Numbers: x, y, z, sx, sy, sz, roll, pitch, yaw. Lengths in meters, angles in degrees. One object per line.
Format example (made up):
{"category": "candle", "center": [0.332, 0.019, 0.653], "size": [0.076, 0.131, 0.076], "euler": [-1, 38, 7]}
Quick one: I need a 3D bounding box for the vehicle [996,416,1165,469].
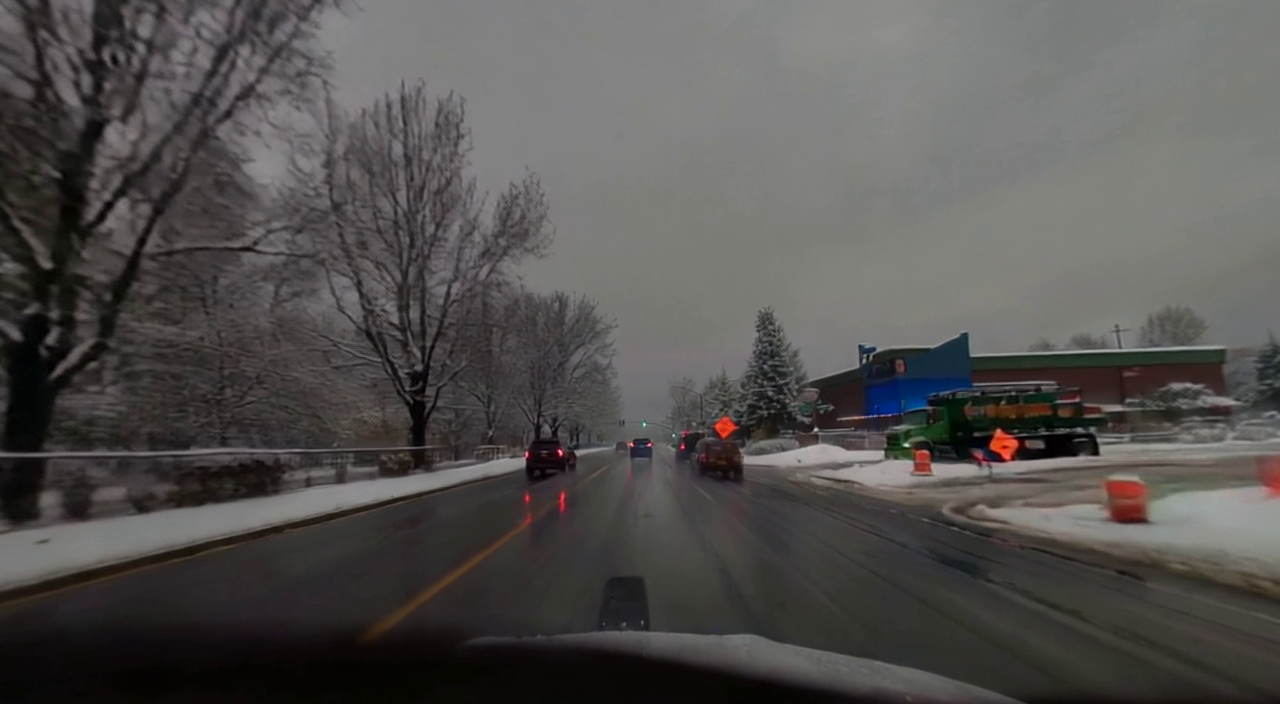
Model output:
{"category": "vehicle", "center": [15.679, 3.265, 22.677], "size": [1.874, 1.694, 4.535], "euler": [6, -11, -38]}

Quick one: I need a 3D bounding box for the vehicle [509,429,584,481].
{"category": "vehicle", "center": [-3.289, 3.730, 23.047], "size": [2.038, 1.682, 4.399], "euler": [0, -8, 0]}

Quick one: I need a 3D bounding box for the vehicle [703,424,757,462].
{"category": "vehicle", "center": [5.738, 5.970, 41.250], "size": [2.653, 2.231, 6.793], "euler": [0, -8, 1]}

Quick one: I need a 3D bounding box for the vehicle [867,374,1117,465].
{"category": "vehicle", "center": [14.960, 2.942, 27.328], "size": [8.949, 3.673, 3.044], "euler": [0, -8, -2]}
